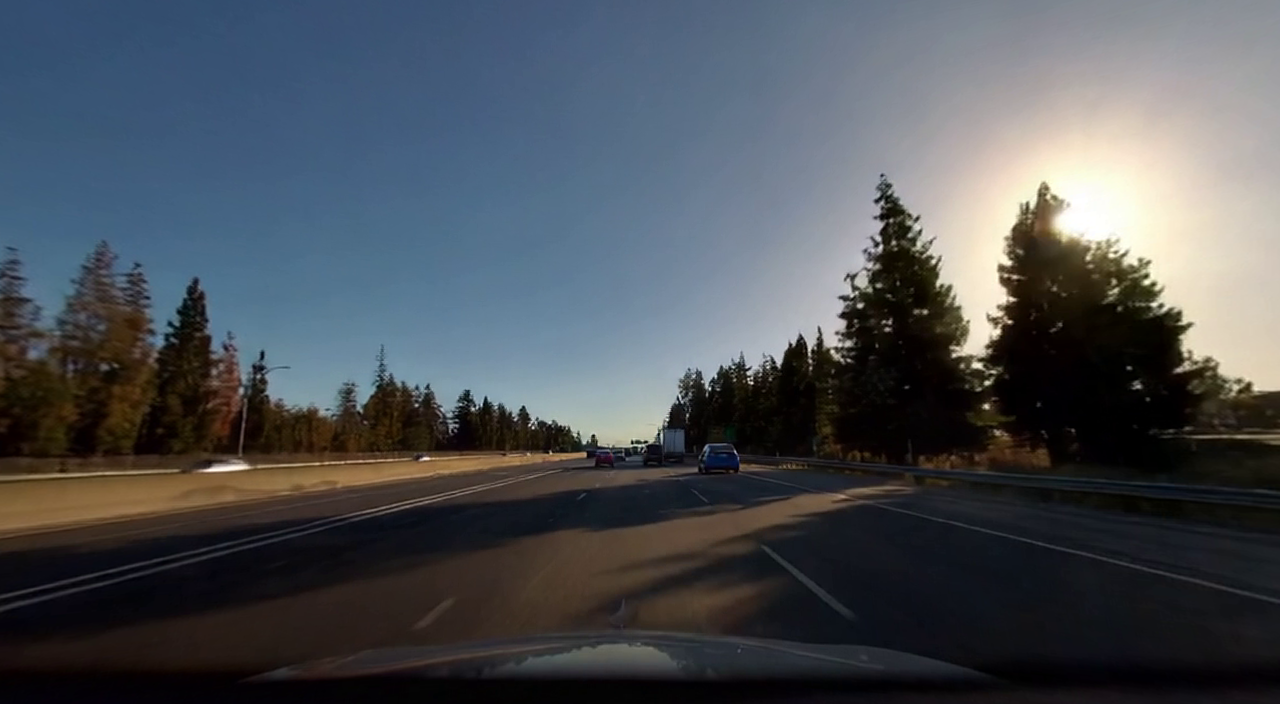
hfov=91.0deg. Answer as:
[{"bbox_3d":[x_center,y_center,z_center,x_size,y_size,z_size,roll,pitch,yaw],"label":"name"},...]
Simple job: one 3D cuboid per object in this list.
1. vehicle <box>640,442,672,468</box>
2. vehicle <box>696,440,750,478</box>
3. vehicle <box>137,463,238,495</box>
[{"bbox_3d":[1.133,7.727,47.414,2.205,1.785,4.423,0,-9,-1],"label":"vehicle"},{"bbox_3d":[4.005,5.284,31.224,2.082,1.720,4.393,0,-9,0],"label":"vehicle"},{"bbox_3d":[-25.061,7.014,35.118,1.917,1.540,4.863,0,-9,1],"label":"vehicle"}]
